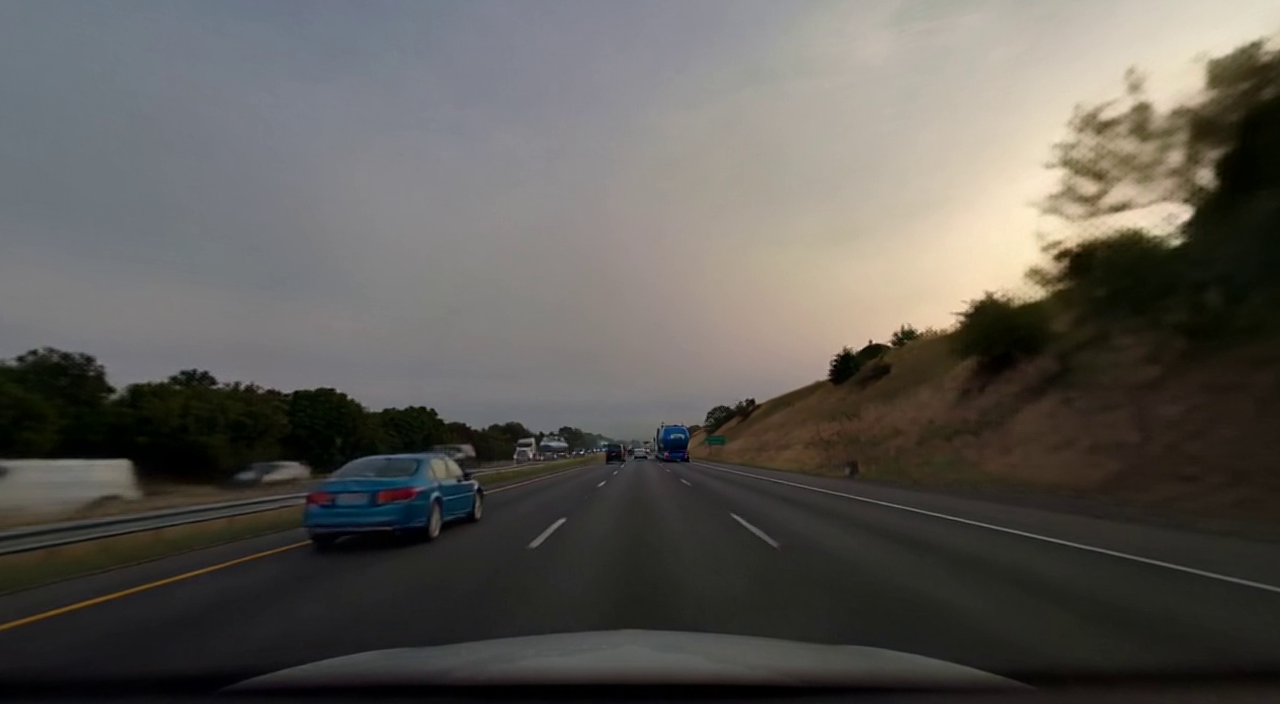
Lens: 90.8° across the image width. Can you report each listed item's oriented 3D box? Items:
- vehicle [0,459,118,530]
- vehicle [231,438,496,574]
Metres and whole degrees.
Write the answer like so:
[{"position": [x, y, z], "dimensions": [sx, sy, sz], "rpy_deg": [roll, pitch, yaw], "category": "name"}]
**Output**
[{"position": [-15.150, 3.392, 15.183], "dimensions": [1.786, 1.510, 3.926], "rpy_deg": [0, -9, 0], "category": "vehicle"}, {"position": [-3.562, 2.040, 9.099], "dimensions": [2.013, 1.498, 3.908], "rpy_deg": [-1, -9, 1], "category": "vehicle"}]
